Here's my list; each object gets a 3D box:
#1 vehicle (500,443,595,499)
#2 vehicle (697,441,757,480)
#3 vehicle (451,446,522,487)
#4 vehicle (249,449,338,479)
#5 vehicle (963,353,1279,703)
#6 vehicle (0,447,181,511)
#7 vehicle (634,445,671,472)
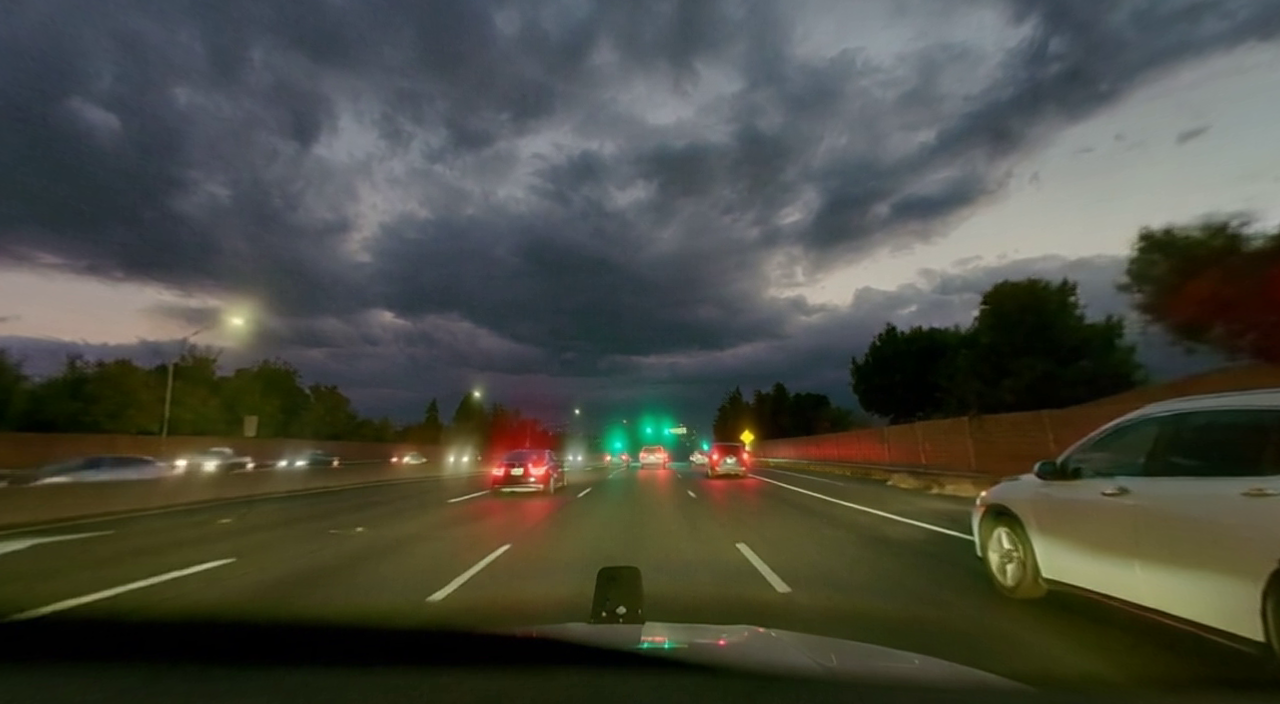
[{"bbox_3d":[-2.701,3.613,19.735,2.130,1.514,4.766,0,-8,2],"label":"vehicle"},{"bbox_3d":[4.105,5.177,30.451,2.320,1.735,4.408,0,-8,1],"label":"vehicle"},{"bbox_3d":[-6.050,4.508,25.277,1.835,1.504,3.612,0,-8,1],"label":"vehicle"},{"bbox_3d":[-18.503,5.972,34.023,1.977,1.492,4.744,-1,-8,2],"label":"vehicle"},{"bbox_3d":[3.755,0.909,2.966,2.029,1.716,4.545,0,-8,0],"label":"vehicle"},{"bbox_3d":[-14.972,3.286,16.954,1.854,1.449,4.476,0,-8,1],"label":"vehicle"},{"bbox_3d":[0.937,7.355,43.777,2.408,1.748,4.217,-1,-8,3],"label":"vehicle"}]
